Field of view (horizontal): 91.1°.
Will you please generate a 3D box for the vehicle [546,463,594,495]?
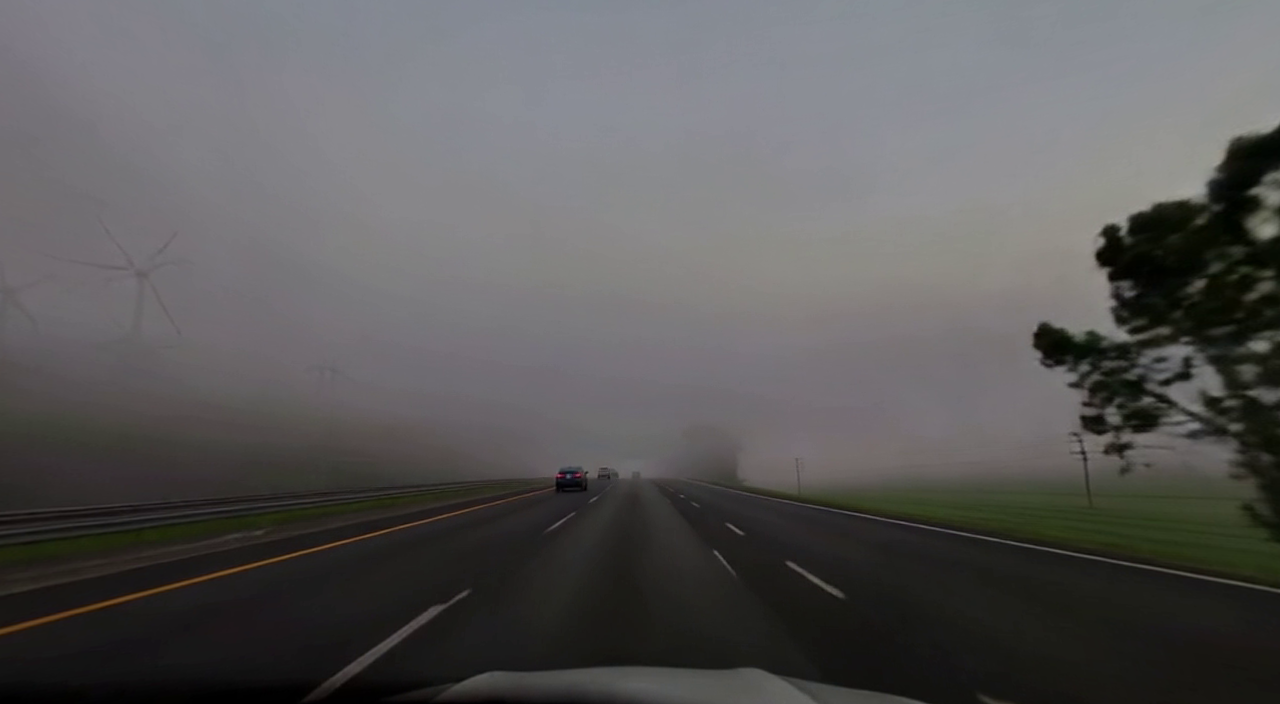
[{"bbox_3d":[-3.557,6.557,32.605,2.001,1.486,4.104,1,-10,0],"label":"vehicle"}]
